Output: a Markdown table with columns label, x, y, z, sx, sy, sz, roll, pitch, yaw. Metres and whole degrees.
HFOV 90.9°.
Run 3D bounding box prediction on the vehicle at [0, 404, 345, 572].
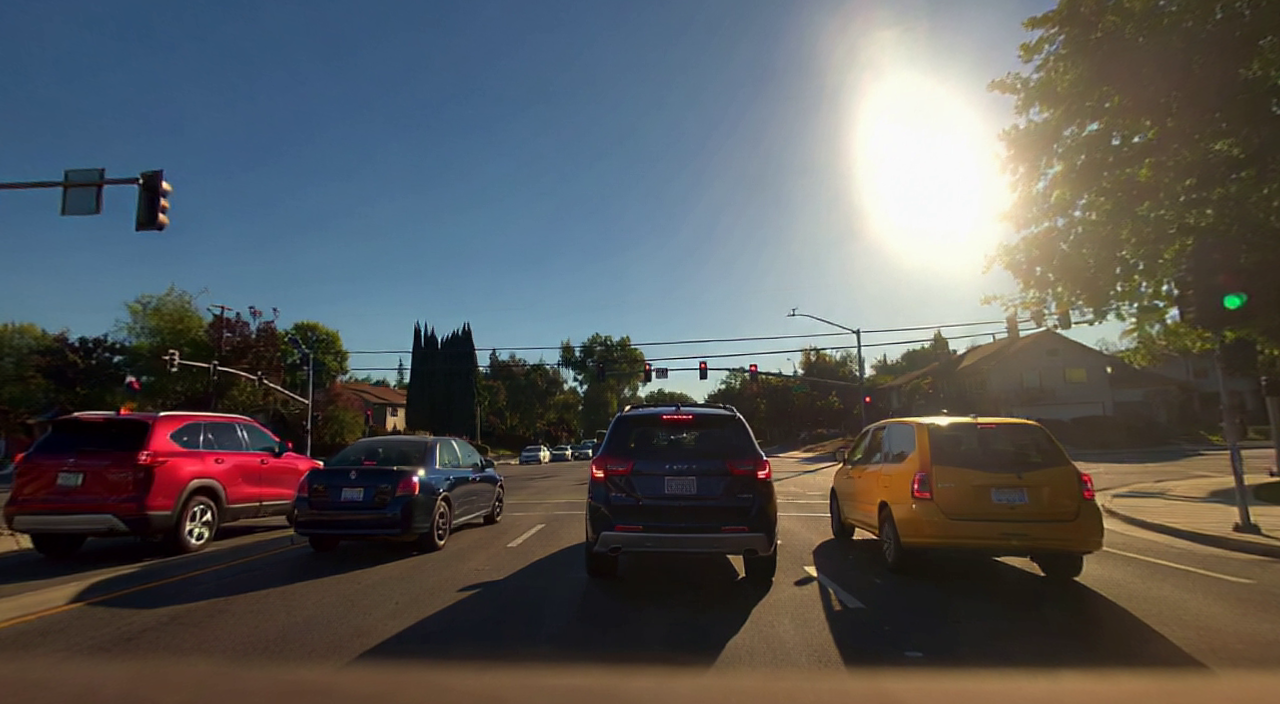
| label | x | y | z | sx | sy | sz | roll | pitch | yaw |
| --- | --- | --- | --- | --- | --- | --- | --- | --- | --- |
| vehicle | -6.631 | 1.824 | 9.269 | 2.075 | 1.796 | 4.785 | 0 | -8 | 2 |

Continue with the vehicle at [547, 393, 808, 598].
| label | x | y | z | sx | sy | sz | roll | pitch | yaw |
| --- | --- | --- | --- | --- | --- | --- | --- | --- | --- |
| vehicle | 0.390 | 1.517 | 7.487 | 2.198 | 1.708 | 4.170 | 0 | -8 | 2 |

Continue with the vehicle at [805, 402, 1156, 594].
| label | x | y | z | sx | sy | sz | roll | pitch | yaw |
| --- | --- | --- | --- | --- | --- | --- | --- | --- | --- |
| vehicle | 3.524 | 1.588 | 7.739 | 2.047 | 1.638 | 4.395 | -1 | -8 | 4 |

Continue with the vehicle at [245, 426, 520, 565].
| label | x | y | z | sx | sy | sz | roll | pitch | yaw |
| --- | --- | --- | --- | --- | --- | --- | --- | --- | --- |
| vehicle | -3.237 | 1.883 | 9.097 | 1.885 | 1.475 | 4.359 | -1 | -8 | 4 |
